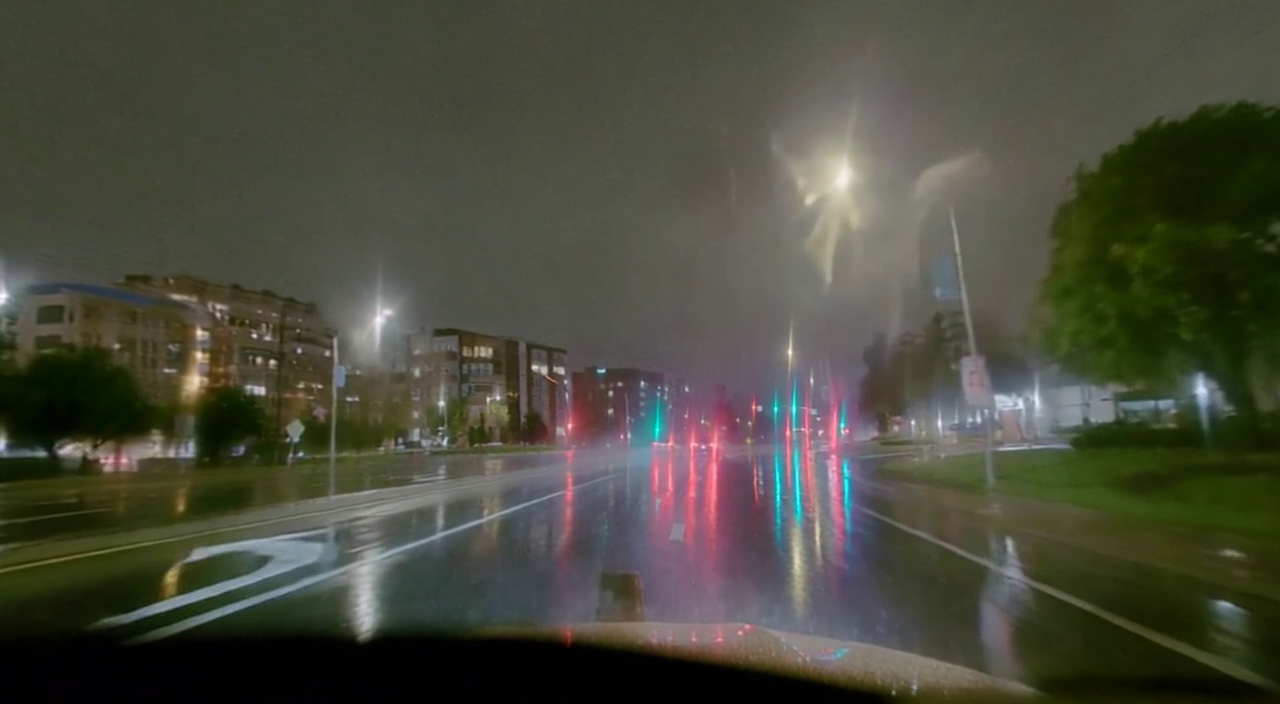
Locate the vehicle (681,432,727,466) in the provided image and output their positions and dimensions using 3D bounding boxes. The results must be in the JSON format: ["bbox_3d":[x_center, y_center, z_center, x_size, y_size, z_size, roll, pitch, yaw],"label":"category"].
[{"bbox_3d":[4.020,5.951,38.942,2.356,1.931,4.840,-2,-9,11],"label":"vehicle"}]

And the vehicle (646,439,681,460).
[{"bbox_3d":[1.797,7.338,47.424,1.952,1.472,4.312,-2,-9,11],"label":"vehicle"}]
